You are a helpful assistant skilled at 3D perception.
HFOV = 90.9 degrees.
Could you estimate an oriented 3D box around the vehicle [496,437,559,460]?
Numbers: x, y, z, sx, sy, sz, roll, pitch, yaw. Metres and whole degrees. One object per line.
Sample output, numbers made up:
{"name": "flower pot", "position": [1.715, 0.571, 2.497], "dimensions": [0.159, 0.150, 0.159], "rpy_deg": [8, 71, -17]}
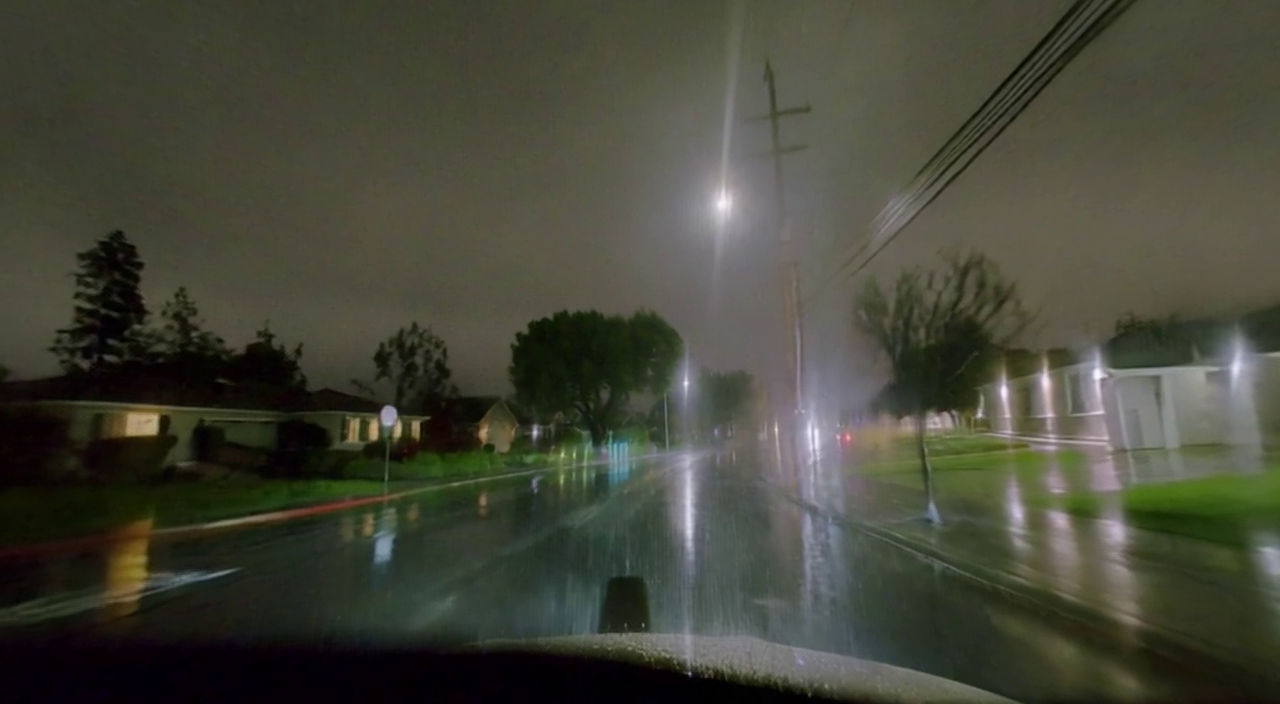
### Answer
{"name": "vehicle", "position": [-8.477, 7.308, 47.499], "dimensions": [4.485, 1.663, 2.111], "rpy_deg": [2, -9, -11]}
